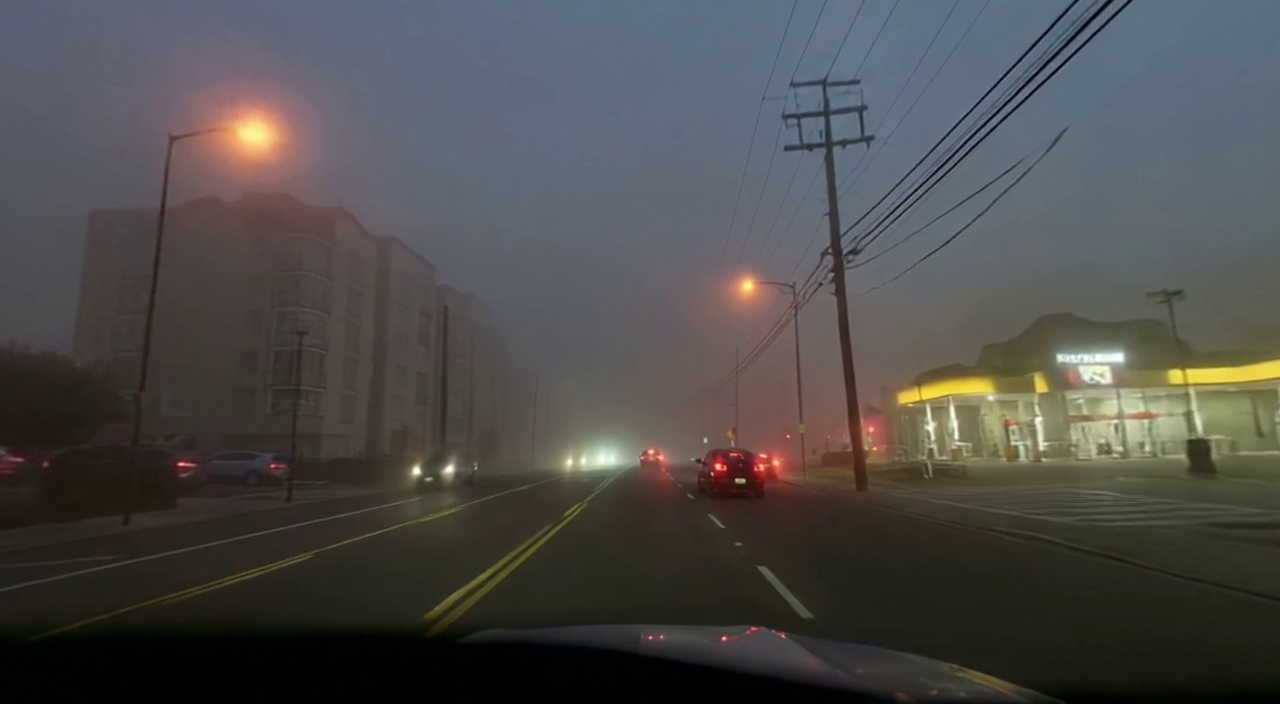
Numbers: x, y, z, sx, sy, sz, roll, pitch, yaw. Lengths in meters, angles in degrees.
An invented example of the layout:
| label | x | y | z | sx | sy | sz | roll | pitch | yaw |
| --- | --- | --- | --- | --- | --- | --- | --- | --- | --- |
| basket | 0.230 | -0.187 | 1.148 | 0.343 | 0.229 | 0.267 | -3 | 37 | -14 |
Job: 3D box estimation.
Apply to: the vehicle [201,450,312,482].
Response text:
| label | x | y | z | sx | sy | sz | roll | pitch | yaw |
| --- | --- | --- | --- | --- | --- | --- | --- | --- | --- |
| vehicle | -18.436 | 5.479 | 30.514 | 4.182 | 1.486 | 1.808 | 0 | -8 | 1 |

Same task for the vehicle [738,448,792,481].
| label | x | y | z | sx | sy | sz | roll | pitch | yaw |
| --- | --- | --- | --- | --- | --- | --- | --- | --- | --- |
| vehicle | 6.240 | 5.632 | 32.006 | 1.914 | 1.513 | 4.474 | 0 | -8 | 1 |

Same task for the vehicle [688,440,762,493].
| label | x | y | z | sx | sy | sz | roll | pitch | yaw |
| --- | --- | --- | --- | --- | --- | --- | --- | --- | --- |
| vehicle | 2.889 | 3.972 | 22.308 | 1.945 | 1.647 | 4.160 | 0 | -8 | -1 |

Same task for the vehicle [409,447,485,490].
| label | x | y | z | sx | sy | sz | roll | pitch | yaw |
| --- | --- | --- | --- | --- | --- | --- | --- | --- | --- |
| vehicle | -8.808 | 5.301 | 29.218 | 2.000 | 1.796 | 4.529 | 0 | -8 | 1 |

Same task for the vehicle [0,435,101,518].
| label | x | y | z | sx | sy | sz | roll | pitch | yaw |
| --- | --- | --- | --- | --- | --- | --- | --- | --- | --- |
| vehicle | -17.606 | 3.329 | 16.921 | 4.591 | 1.852 | 2.241 | -3 | -3 | 5 |

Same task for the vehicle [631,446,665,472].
| label | x | y | z | sx | sy | sz | roll | pitch | yaw |
| --- | --- | --- | --- | --- | --- | --- | --- | --- | --- |
| vehicle | 0.553 | 6.642 | 39.329 | 1.999 | 1.487 | 3.939 | -1 | -8 | 2 |
